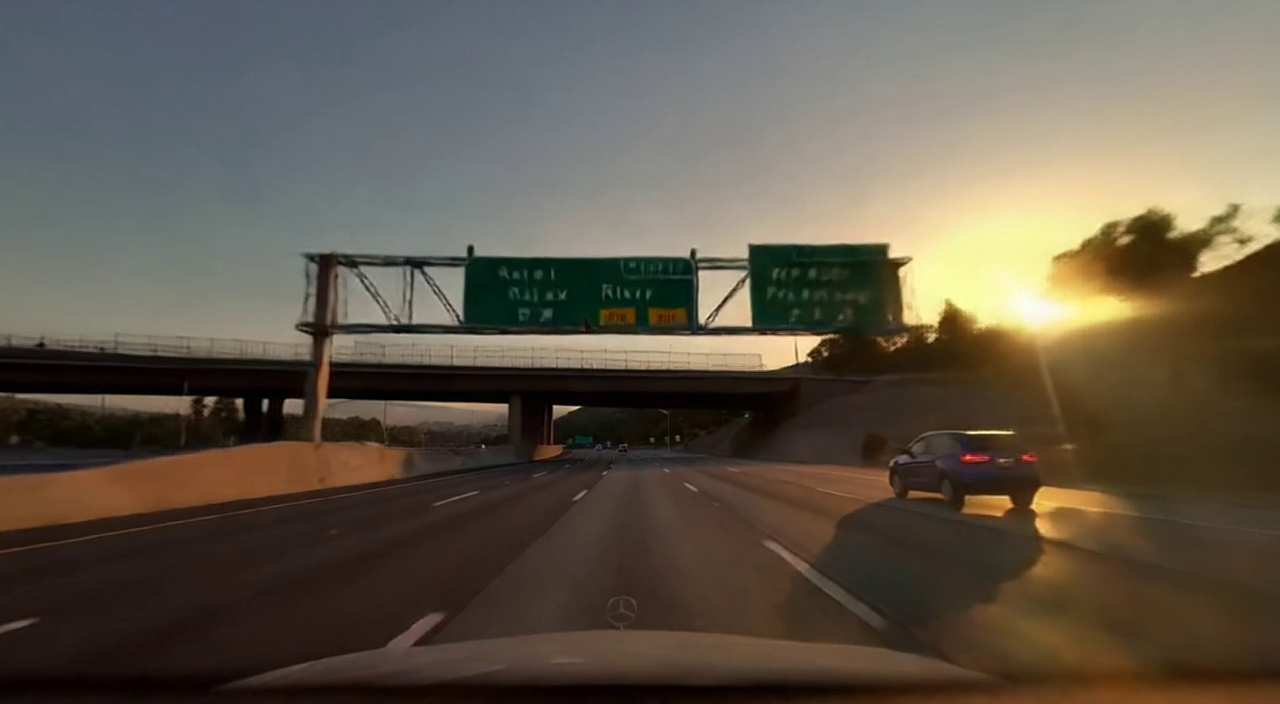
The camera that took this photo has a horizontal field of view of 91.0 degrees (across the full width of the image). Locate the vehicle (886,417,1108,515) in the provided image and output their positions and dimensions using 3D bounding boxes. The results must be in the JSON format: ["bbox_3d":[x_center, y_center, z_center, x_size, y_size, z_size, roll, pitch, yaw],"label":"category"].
[{"bbox_3d":[7.183,2.350,13.383,2.091,1.711,4.383,0,-9,-1],"label":"vehicle"}]

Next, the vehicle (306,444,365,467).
[{"bbox_3d":[-22.004,7.509,45.731,2.091,1.558,4.396,-1,-9,0],"label":"vehicle"}]
